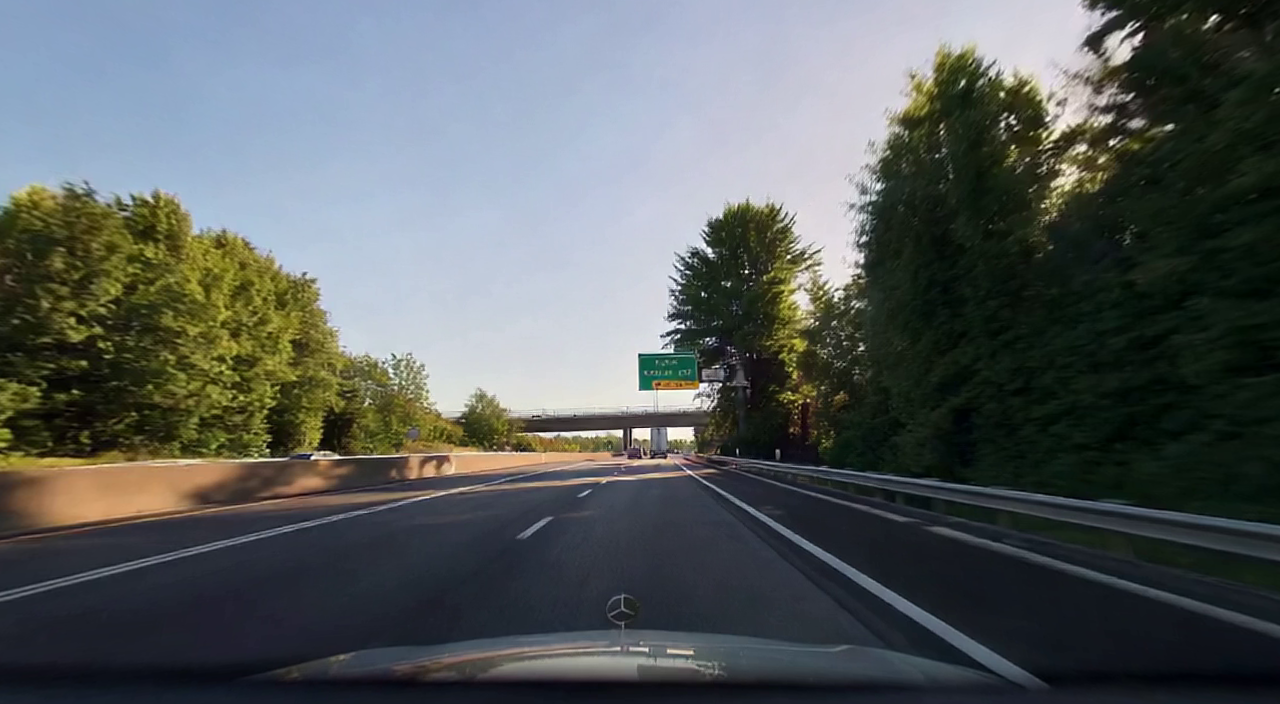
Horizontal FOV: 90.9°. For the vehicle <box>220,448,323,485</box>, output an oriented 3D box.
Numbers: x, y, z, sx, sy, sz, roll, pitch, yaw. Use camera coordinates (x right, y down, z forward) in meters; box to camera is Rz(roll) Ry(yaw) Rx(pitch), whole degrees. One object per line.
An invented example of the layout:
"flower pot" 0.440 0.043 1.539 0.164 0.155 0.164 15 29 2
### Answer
"vehicle" -15.229 4.736 26.316 1.729 1.405 4.086 -1 -9 2
